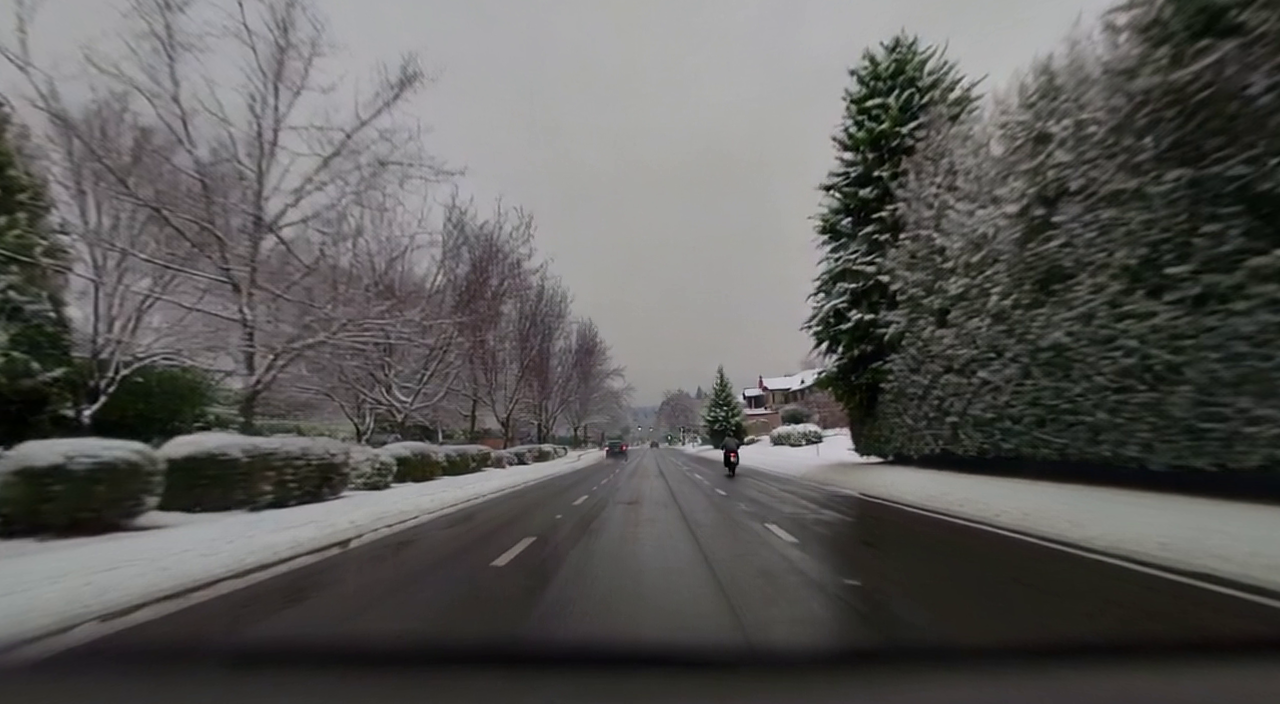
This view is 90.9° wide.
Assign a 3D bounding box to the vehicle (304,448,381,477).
[{"bbox_3d":[-16.684,6.209,35.643,1.963,1.480,4.659,-1,-8,1],"label":"vehicle"}]
